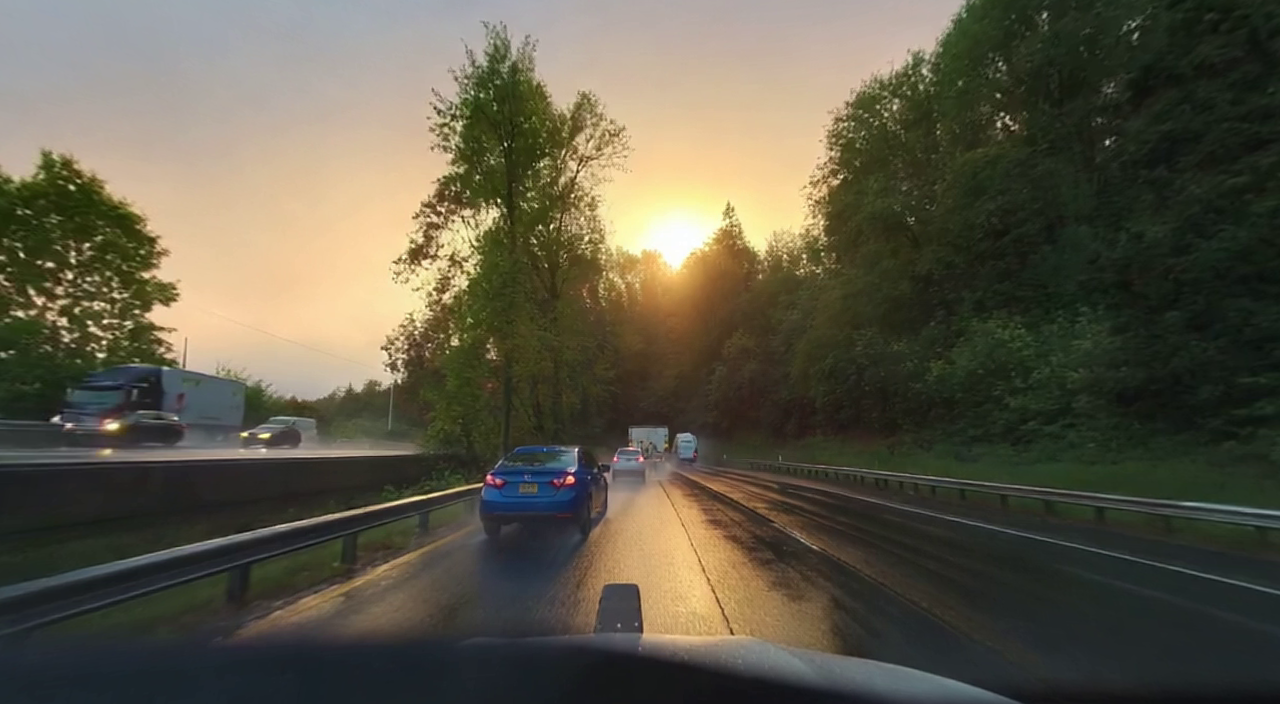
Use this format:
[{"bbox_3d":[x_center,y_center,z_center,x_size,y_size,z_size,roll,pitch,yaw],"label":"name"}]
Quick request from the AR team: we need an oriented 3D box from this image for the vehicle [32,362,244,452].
[{"bbox_3d":[-24.899,3.128,32.291,3.187,3.945,9.848,0,-9,-4],"label":"vehicle"}]

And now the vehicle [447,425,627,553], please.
[{"bbox_3d":[-1.341,2.015,9.833,2.038,1.582,3.729,-1,-9,2],"label":"vehicle"}]

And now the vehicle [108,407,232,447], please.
[{"bbox_3d":[-20.633,3.396,27.922,1.997,1.567,4.777,0,-9,-3],"label":"vehicle"}]

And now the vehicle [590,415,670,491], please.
[{"bbox_3d":[-0.303,3.378,21.143,2.389,2.257,4.545,0,-9,0],"label":"vehicle"}]
